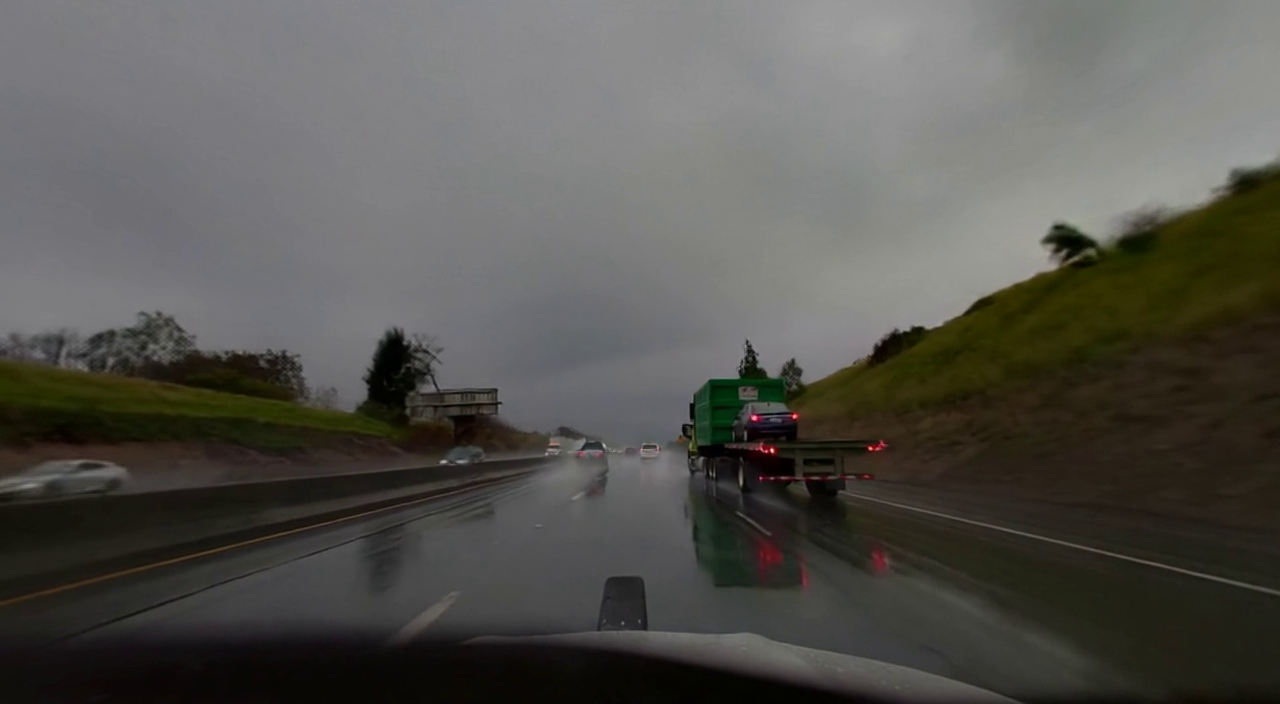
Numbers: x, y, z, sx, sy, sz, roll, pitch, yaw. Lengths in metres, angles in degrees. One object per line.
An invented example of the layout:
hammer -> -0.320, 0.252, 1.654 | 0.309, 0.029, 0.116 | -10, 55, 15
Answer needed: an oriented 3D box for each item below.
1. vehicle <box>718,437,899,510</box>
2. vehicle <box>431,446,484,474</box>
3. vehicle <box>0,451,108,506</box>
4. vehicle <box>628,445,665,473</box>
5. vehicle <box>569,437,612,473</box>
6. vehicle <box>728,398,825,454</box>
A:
vehicle -> 4.246, 3.383, 18.477 | 2.654, 1.574, 9.537 | 0, -9, 0
vehicle -> -10.784, 6.422, 37.561 | 1.891, 1.528, 4.142 | 0, -9, 1
vehicle -> -18.569, 3.731, 18.928 | 1.962, 1.488, 3.587 | 0, -9, 0
vehicle -> 0.383, 6.241, 36.892 | 2.086, 1.497, 3.681 | 0, -9, 1
vehicle -> -2.930, 6.253, 38.352 | 2.142, 2.044, 4.446 | 0, -9, 2
vehicle -> 4.099, 2.395, 19.743 | 1.968, 1.547, 4.215 | 0, -9, -2
